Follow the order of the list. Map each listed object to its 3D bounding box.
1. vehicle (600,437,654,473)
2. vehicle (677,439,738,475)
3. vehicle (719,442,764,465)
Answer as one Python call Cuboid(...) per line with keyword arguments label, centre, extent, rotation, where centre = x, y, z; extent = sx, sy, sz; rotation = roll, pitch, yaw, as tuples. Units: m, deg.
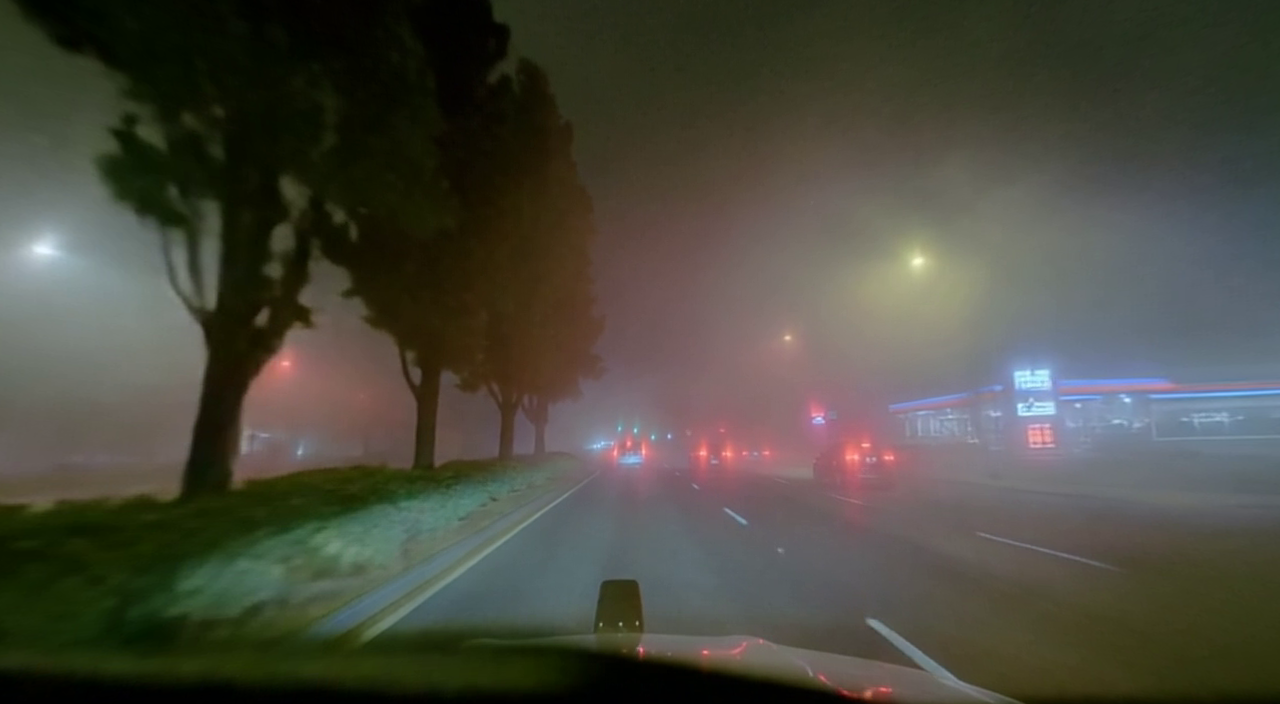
Cuboid(label="vehicle", centre=(-0.583, 4.589, 28.397), extent=(2.242, 1.474, 4.127), rotation=(0, -8, -2))
Cuboid(label="vehicle", centre=(2.934, 4.676, 28.544), extent=(2.057, 1.491, 4.675), rotation=(0, -8, -2))
Cuboid(label="vehicle", centre=(6.529, 6.549, 41.011), extent=(2.068, 1.393, 3.874), rotation=(0, -8, -3))
